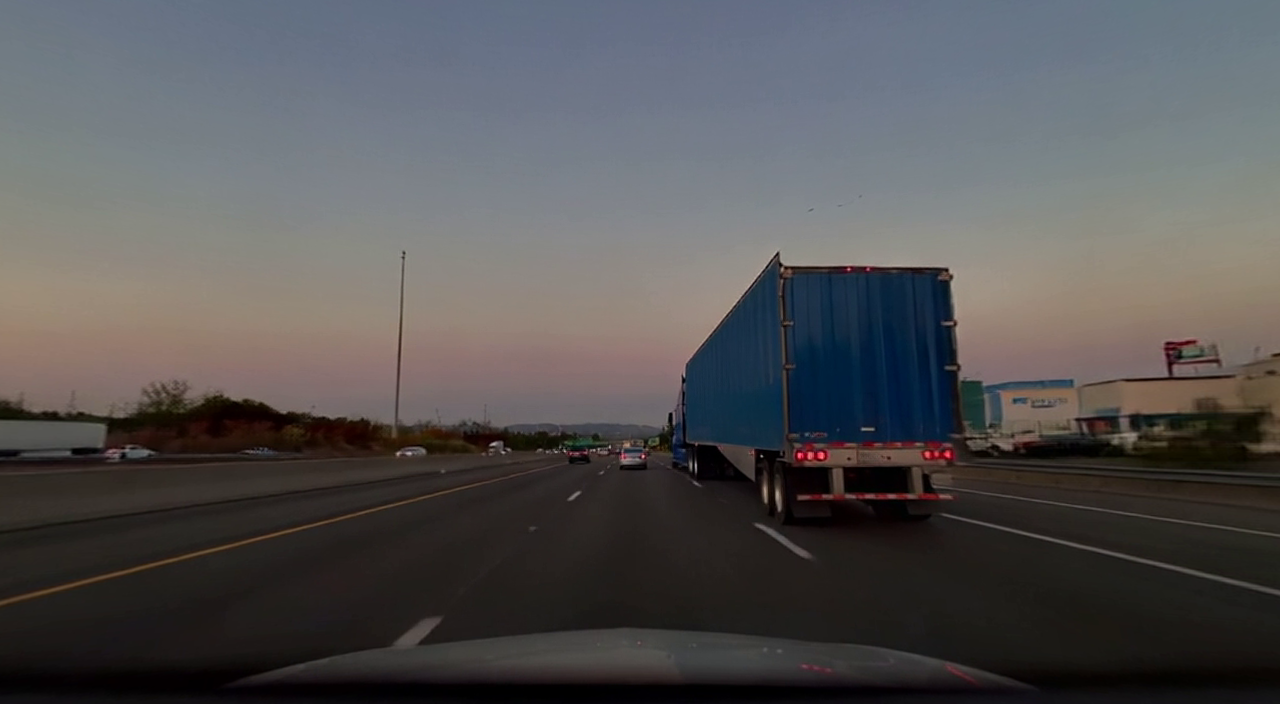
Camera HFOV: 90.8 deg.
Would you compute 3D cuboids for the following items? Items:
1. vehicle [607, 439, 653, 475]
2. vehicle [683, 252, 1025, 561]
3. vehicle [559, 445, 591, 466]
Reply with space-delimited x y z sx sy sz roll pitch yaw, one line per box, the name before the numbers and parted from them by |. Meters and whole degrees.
vehicle | -0.493 5.371 32.518 2.191 1.685 4.015 0 -9 0
vehicle | 3.342 1.870 16.372 2.996 4.123 15.965 0 -9 -1
vehicle | -4.862 7.823 47.727 1.995 1.491 4.317 0 -9 -1
